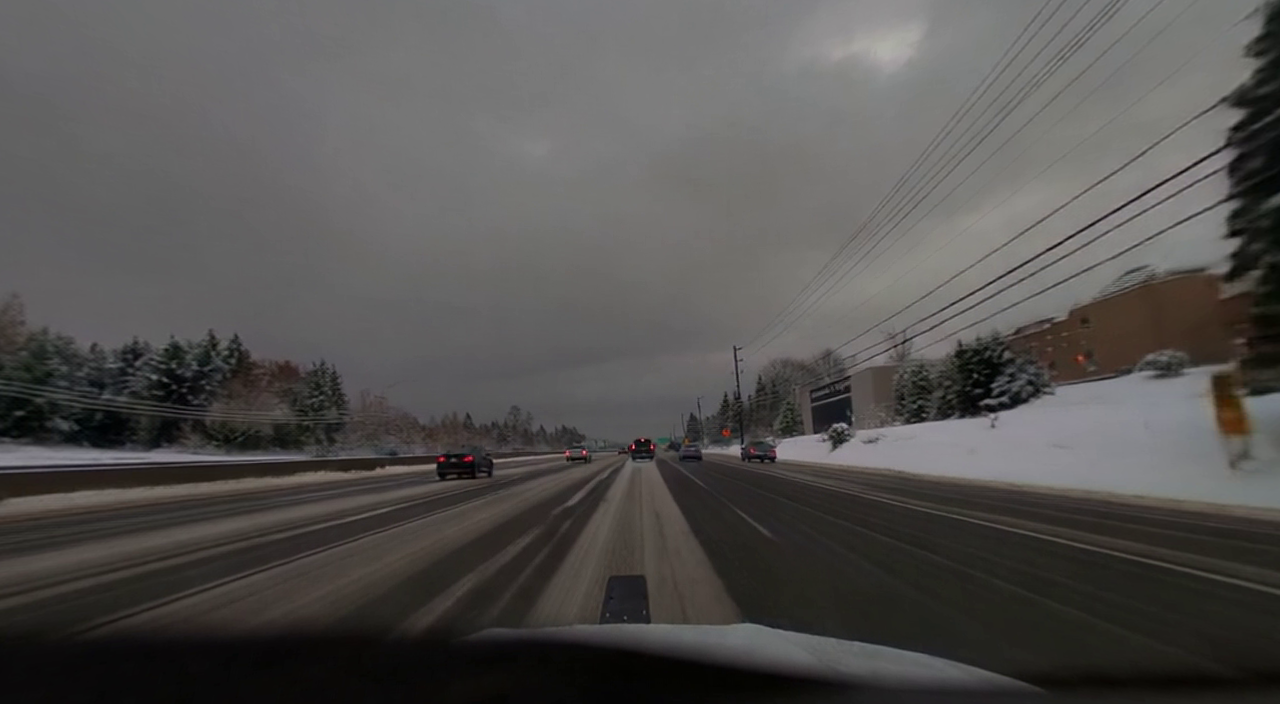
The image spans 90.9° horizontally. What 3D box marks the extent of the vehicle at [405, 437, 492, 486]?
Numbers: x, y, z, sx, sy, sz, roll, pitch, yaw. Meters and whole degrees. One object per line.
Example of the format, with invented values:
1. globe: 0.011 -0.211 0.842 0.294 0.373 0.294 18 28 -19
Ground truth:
1. vehicle: -7.386 4.261 24.831 2.007 1.732 4.395 0 -9 0

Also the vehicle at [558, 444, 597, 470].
1. vehicle: -3.854 6.524 39.360 1.979 1.469 4.378 0 -9 0

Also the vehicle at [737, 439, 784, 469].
1. vehicle: 7.243 6.148 38.259 1.937 1.698 4.322 0 -8 -1

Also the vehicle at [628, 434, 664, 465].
1. vehicle: 0.376 7.364 47.729 2.622 2.208 5.320 0 -8 -1
